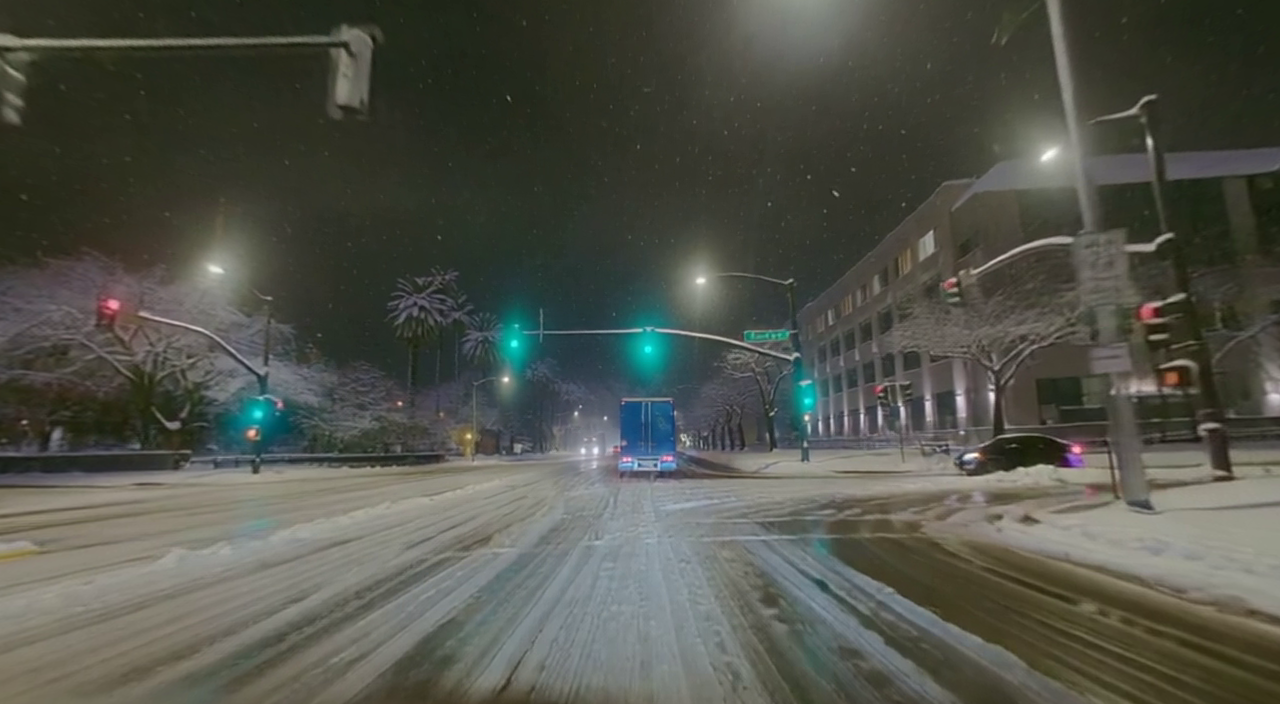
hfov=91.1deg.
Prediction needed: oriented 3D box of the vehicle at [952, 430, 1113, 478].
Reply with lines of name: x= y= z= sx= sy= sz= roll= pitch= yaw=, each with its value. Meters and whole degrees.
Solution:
vehicle: x=13.664 y=3.576 z=22.087 sx=4.270 sy=1.520 sz=1.931 roll=-1 pitch=-9 yaw=2

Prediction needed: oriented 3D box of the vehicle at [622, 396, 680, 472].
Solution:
vehicle: x=0.393 y=5.184 z=38.778 sx=2.992 sy=3.949 sz=11.815 roll=0 pitch=-9 yaw=-2

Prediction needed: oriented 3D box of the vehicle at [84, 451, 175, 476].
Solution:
vehicle: x=-36.863 y=8.051 z=45.393 sx=4.812 sy=1.727 sz=2.027 roll=0 pitch=-9 yaw=1
